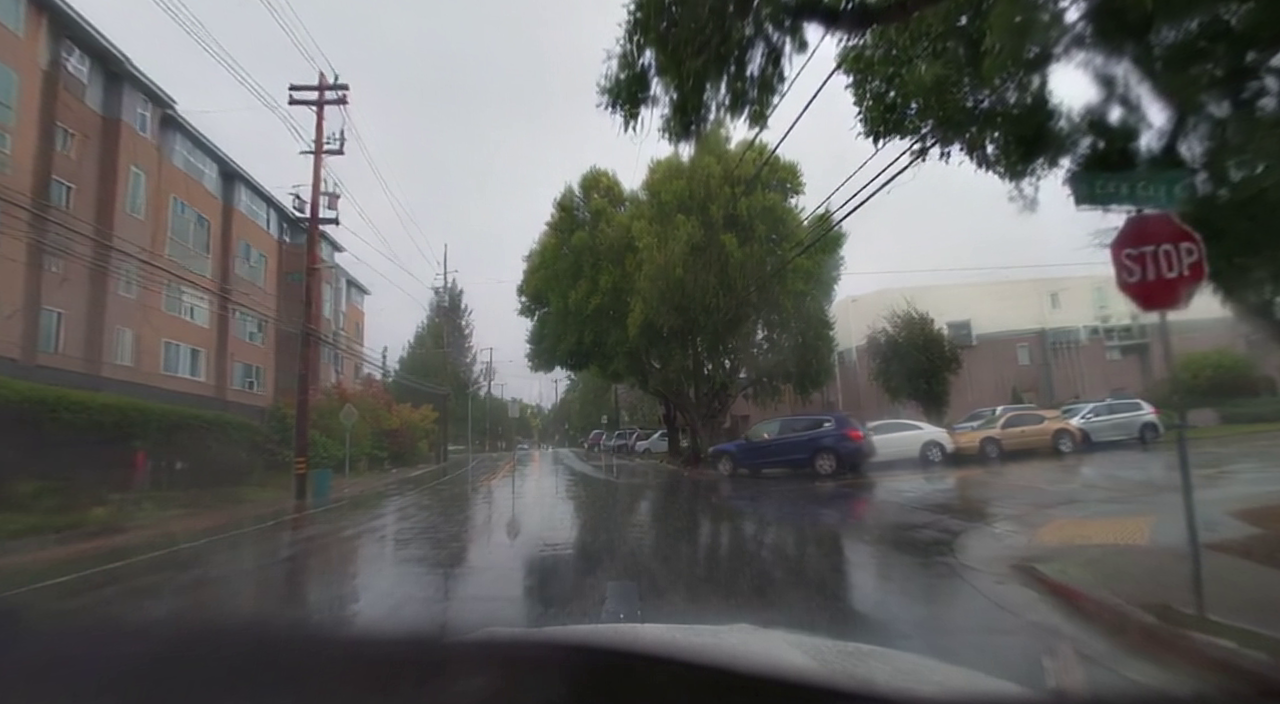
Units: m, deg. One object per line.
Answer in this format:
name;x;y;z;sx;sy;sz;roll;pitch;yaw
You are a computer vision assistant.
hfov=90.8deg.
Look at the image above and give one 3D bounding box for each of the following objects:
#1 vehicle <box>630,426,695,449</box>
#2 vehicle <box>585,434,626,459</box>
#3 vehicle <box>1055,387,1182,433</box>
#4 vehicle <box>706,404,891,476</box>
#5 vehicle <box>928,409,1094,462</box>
vehicle;1.634;6.366;46.783;4.424;1.645;1.820;2;-9;-14
vehicle;-2.250;6.012;40.252;1.918;1.475;4.060;2;-9;-12
vehicle;21.977;2.774;29.284;1.976;1.876;4.405;1;-9;-10
vehicle;4.440;2.564;18.139;4.790;1.872;2.155;-2;-10;14
vehicle;12.937;2.936;22.161;4.830;1.490;1.878;-2;-10;-11
